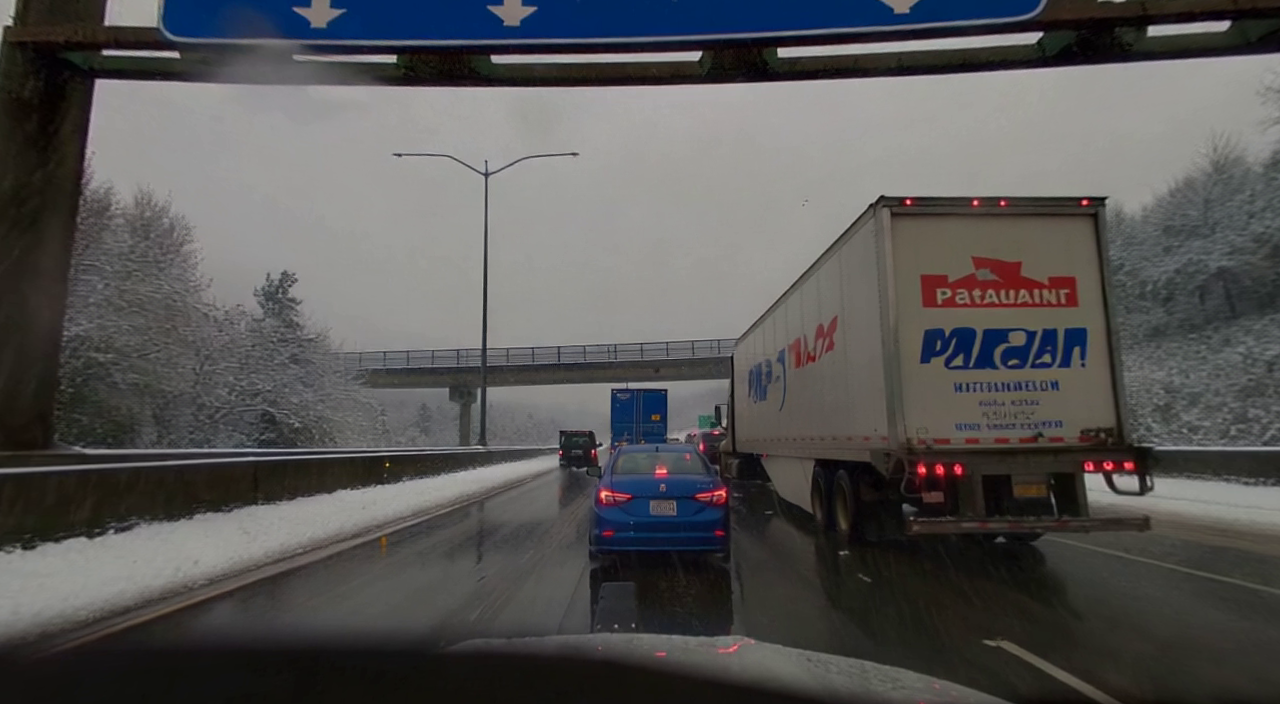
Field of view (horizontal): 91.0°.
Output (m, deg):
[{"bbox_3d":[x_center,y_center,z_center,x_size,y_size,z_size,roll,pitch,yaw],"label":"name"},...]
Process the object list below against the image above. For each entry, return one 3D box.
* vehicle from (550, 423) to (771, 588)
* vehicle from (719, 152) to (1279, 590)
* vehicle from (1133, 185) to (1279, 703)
[{"bbox_3d":[0.174,1.682,7.700,2.045,1.490,3.597,-1,-8,0],"label":"vehicle"},{"bbox_3d":[4.184,1.073,12.959,2.827,4.081,14.305,0,-8,-2],"label":"vehicle"},{"bbox_3d":[4.734,0.109,0.631,2.892,2.615,6.650,0,-8,-2],"label":"vehicle"}]
